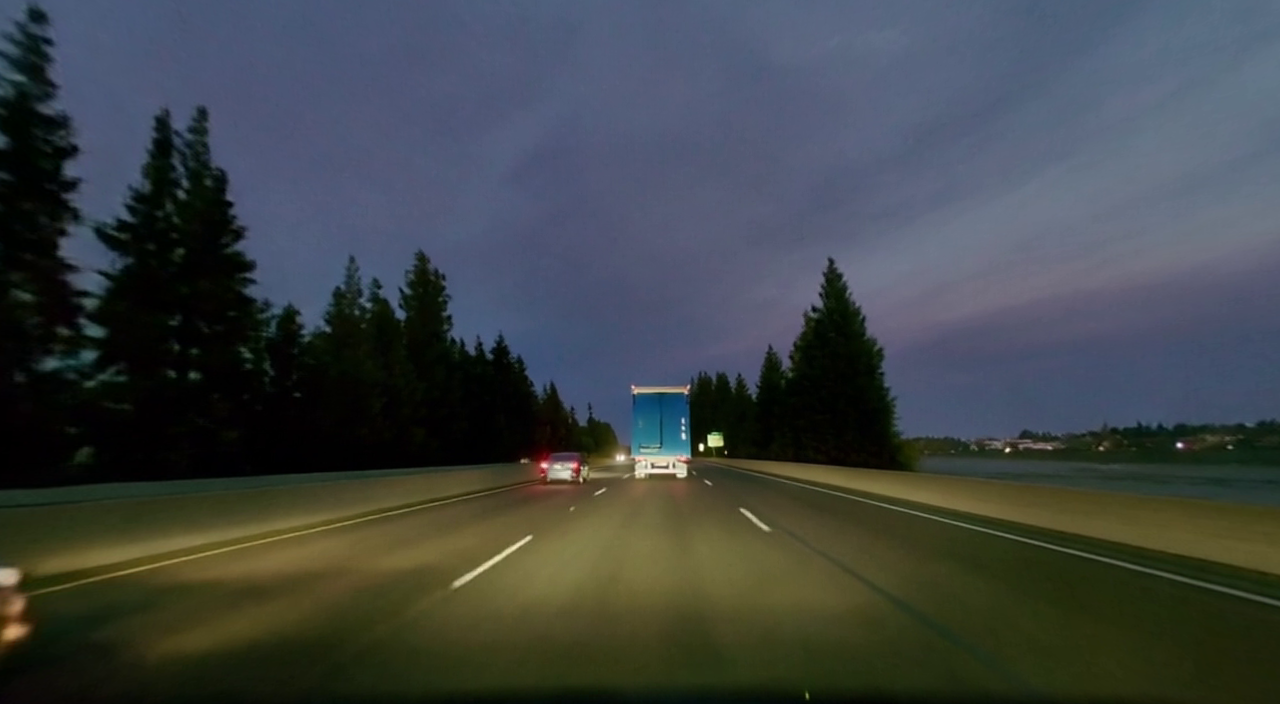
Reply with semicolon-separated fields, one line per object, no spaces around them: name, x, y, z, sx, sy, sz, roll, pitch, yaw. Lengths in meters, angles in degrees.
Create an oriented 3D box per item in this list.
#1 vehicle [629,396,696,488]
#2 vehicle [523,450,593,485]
vehicle;1.185;4.491;31.289;2.821;3.878;8.925;0;-9;3
vehicle;-3.432;4.947;27.341;2.133;1.358;4.870;0;-9;3
